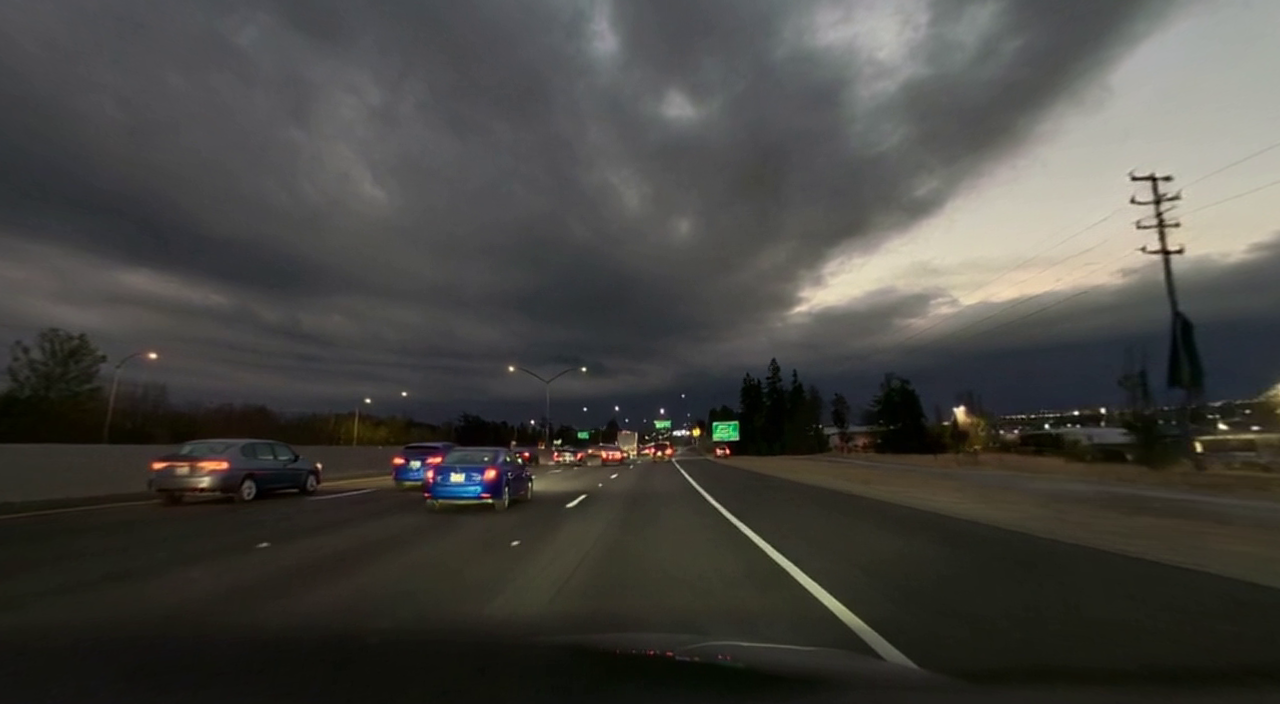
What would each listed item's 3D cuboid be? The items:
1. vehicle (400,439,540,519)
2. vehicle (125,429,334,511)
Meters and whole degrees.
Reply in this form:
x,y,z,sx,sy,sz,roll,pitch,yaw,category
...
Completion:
x,y,z,sx,sy,sz,roll,pitch,yaw,category
-3.541,2.693,13.912,1.953,1.511,3.704,0,-8,2,vehicle
-10.427,3.019,16.673,2.044,1.810,5.016,0,-8,2,vehicle
